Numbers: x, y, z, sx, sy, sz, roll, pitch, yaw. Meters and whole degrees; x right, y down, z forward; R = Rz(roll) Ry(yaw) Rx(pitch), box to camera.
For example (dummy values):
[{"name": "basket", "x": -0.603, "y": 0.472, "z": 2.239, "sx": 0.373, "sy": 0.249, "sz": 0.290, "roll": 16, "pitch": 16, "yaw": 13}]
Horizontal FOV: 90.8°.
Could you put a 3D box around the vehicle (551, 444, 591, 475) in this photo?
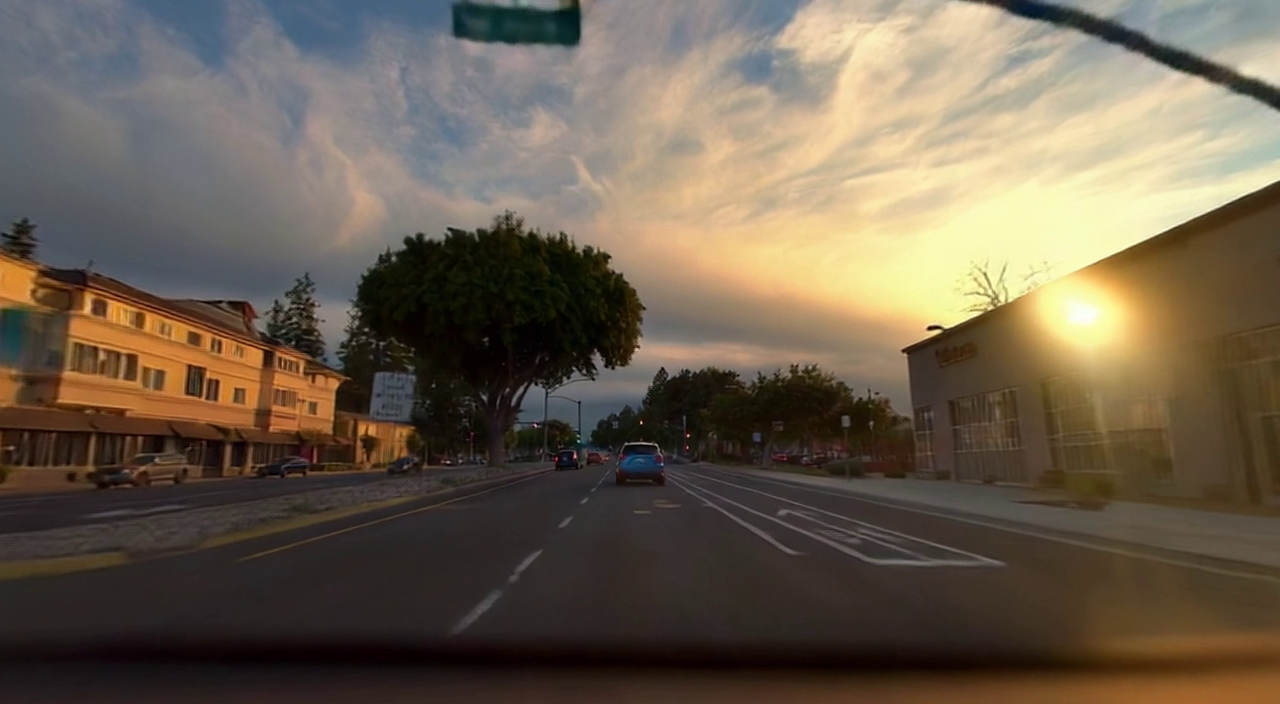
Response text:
[{"name": "vehicle", "x": -4.466, "y": 7.038, "z": 41.657, "sx": 2.202, "sy": 1.856, "sz": 4.516, "roll": 0, "pitch": -8, "yaw": -1}]

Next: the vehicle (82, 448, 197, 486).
[{"name": "vehicle", "x": -26.217, "y": 6.012, "z": 33.390, "sx": 2.111, "sy": 1.839, "sz": 4.932, "roll": 0, "pitch": -9, "yaw": -2}]

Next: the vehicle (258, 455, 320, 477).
[{"name": "vehicle", "x": -26.851, "y": 8.726, "z": 48.516, "sx": 1.955, "sy": 1.540, "sz": 5.041, "roll": 0, "pitch": -9, "yaw": -1}]

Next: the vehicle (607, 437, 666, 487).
[{"name": "vehicle", "x": -0.197, "y": 4.640, "z": 27.093, "sx": 2.273, "sy": 1.909, "sz": 5.075, "roll": 0, "pitch": -9, "yaw": -1}]
